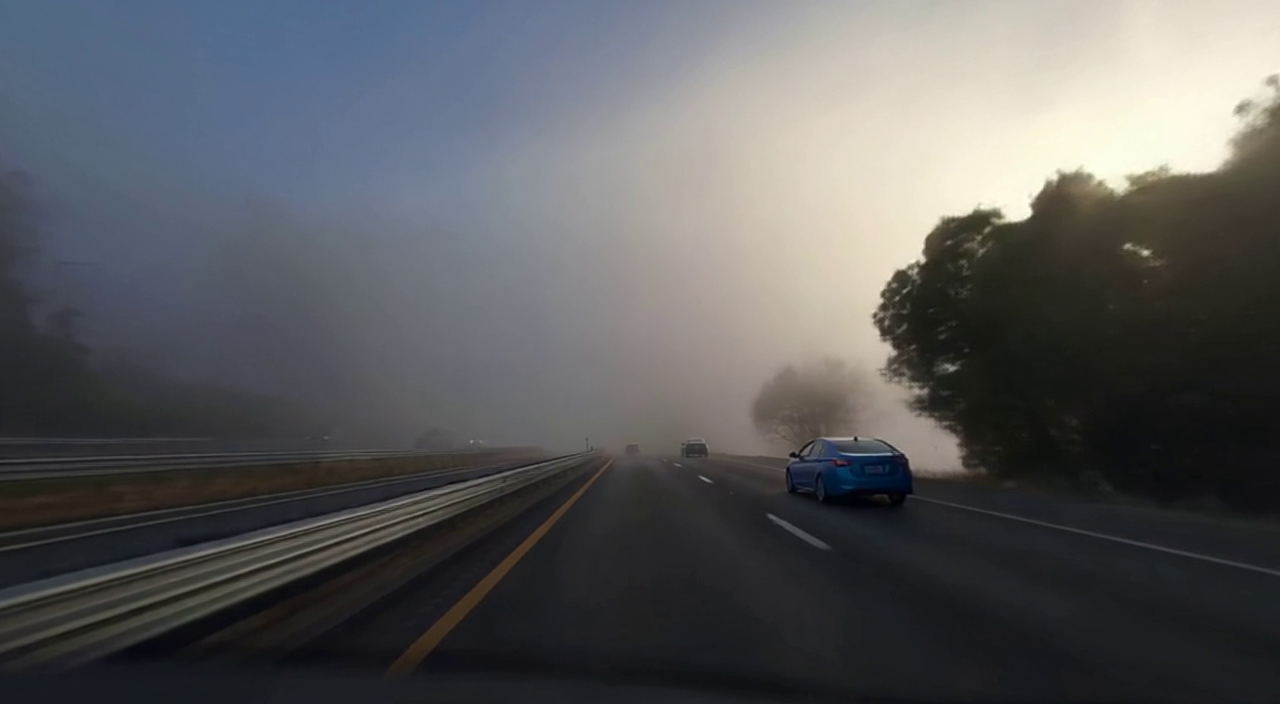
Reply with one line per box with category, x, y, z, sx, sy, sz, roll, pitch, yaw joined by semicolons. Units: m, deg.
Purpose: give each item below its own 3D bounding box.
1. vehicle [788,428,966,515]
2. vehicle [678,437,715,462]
vehicle;4.695;2.416;13.263;2.072;1.528;4.176;0;-8;-1
vehicle;3.691;6.382;41.417;1.945;1.538;3.729;0;-8;-2
